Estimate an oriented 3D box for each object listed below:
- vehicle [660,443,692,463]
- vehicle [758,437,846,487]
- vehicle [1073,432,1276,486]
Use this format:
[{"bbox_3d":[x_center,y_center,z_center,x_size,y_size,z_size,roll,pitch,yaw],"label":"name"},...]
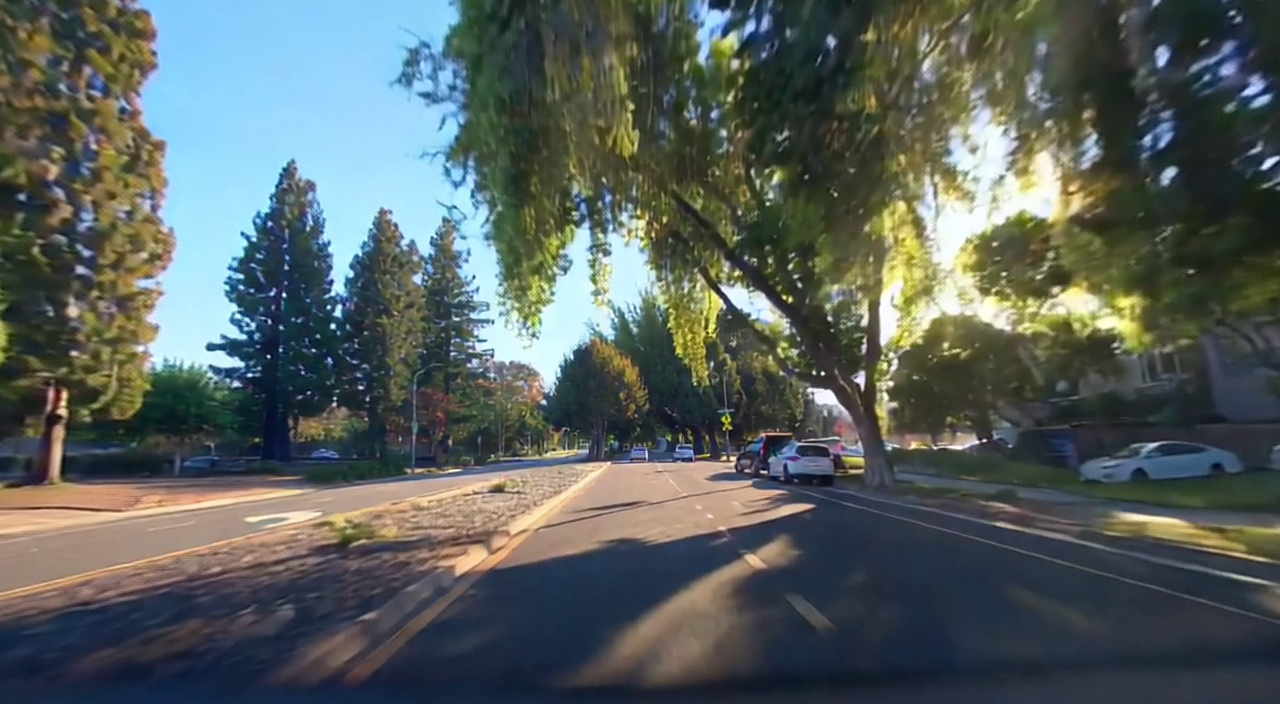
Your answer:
[{"bbox_3d":[2.715,7.734,48.530,2.142,1.501,4.273,0,-8,-1],"label":"vehicle"},{"bbox_3d":[6.286,4.334,25.215,2.040,1.710,5.200,2,-9,-1],"label":"vehicle"},{"bbox_3d":[15.857,3.187,18.926,4.331,1.413,1.892,-1,-9,-1],"label":"vehicle"}]
